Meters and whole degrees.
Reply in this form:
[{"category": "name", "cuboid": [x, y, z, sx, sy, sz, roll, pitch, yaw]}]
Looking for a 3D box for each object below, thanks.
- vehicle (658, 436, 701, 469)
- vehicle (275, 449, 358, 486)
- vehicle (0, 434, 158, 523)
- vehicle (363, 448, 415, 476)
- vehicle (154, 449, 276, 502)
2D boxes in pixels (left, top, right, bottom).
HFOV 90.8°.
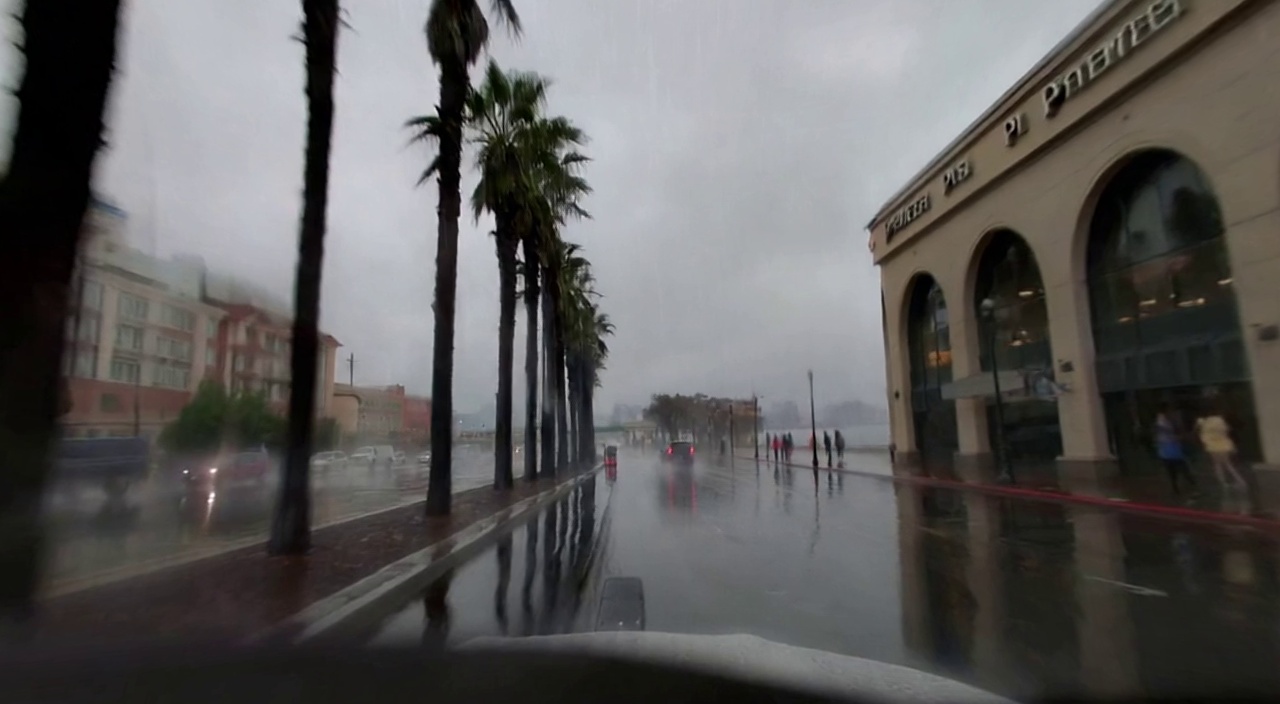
[{"category": "vehicle", "cuboid": [2.525, 6.688, 42.232, 2.284, 2.010, 6.670, 0, -9, -1]}, {"category": "vehicle", "cuboid": [-18.179, 6.488, 35.841, 2.049, 1.878, 5.125, 0, -9, -2]}, {"category": "vehicle", "cuboid": [-18.070, 3.712, 19.115, 2.369, 2.332, 5.760, 0, -9, 0]}, {"category": "vehicle", "cuboid": [-18.517, 8.105, 46.844, 2.136, 1.890, 4.670, -3, -8, -1]}, {"category": "vehicle", "cuboid": [-17.805, 5.142, 26.838, 1.947, 1.871, 4.855, -4, -8, -1]}]
